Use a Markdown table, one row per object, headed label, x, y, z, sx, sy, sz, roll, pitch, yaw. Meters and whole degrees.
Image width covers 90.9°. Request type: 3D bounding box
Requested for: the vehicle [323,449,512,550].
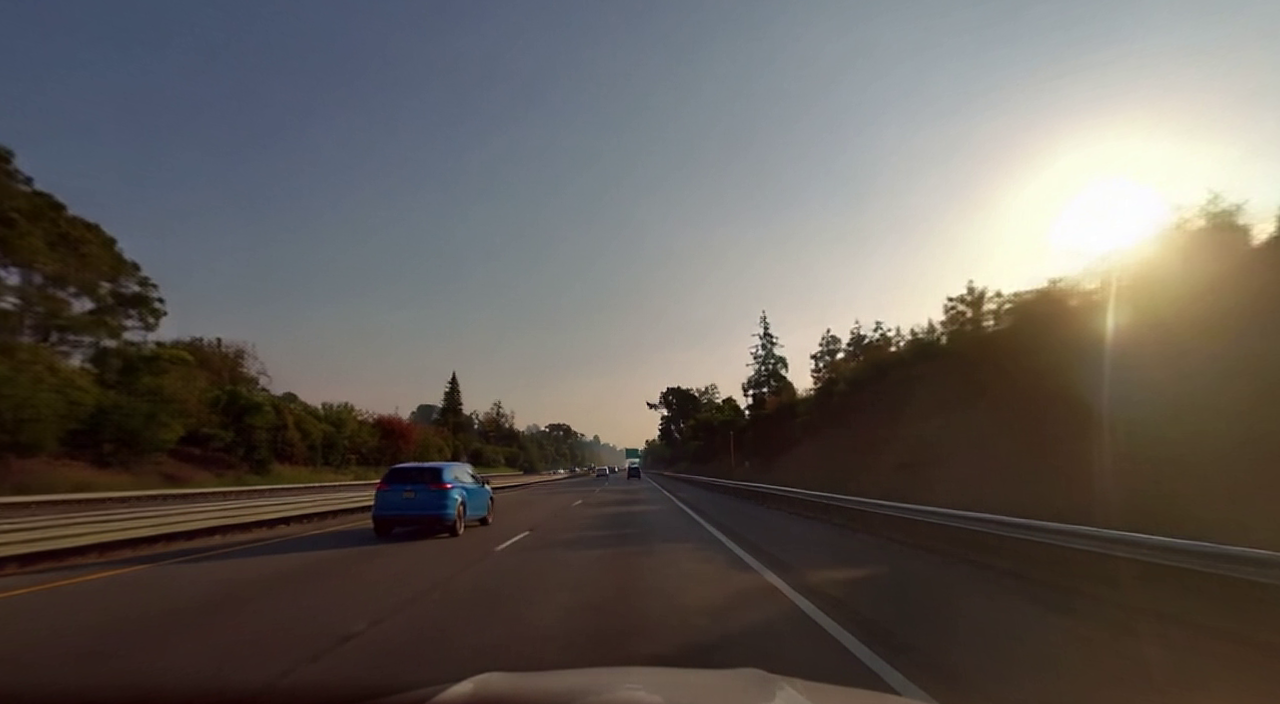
| label | x | y | z | sx | sy | sz | roll | pitch | yaw |
| --- | --- | --- | --- | --- | --- | --- | --- | --- | --- |
| vehicle | -3.900 | 2.687 | 11.921 | 2.017 | 1.516 | 4.041 | 1 | -11 | 1 |
